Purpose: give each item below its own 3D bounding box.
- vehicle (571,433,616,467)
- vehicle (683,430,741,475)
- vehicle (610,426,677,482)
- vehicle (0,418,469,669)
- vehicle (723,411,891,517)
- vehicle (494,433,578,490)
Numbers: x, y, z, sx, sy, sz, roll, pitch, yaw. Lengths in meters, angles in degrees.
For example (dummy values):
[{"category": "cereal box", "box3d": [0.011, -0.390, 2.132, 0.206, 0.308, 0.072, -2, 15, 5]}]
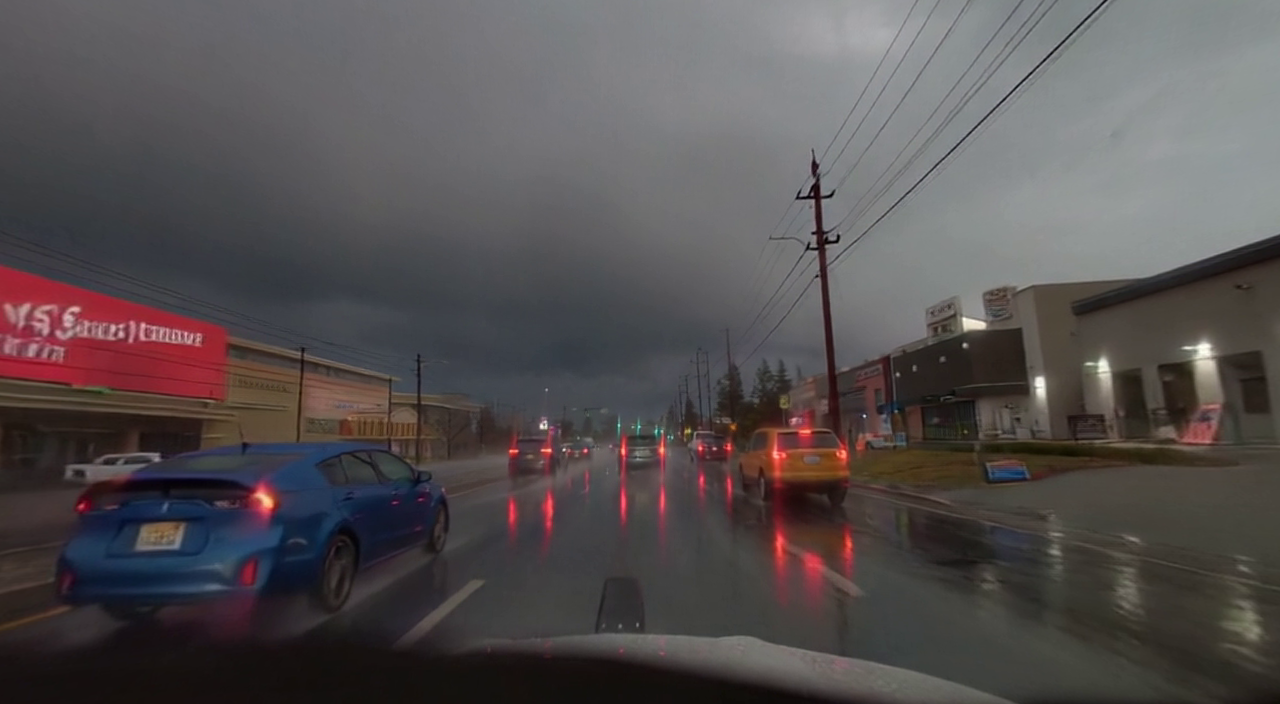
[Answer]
[{"category": "vehicle", "box3d": [-2.890, 6.276, 40.566, 2.405, 2.009, 5.909, 0, -8, 0]}, {"category": "vehicle", "box3d": [3.168, 4.549, 28.764, 2.026, 1.904, 4.102, 0, -8, -2]}, {"category": "vehicle", "box3d": [0.090, 3.878, 24.214, 2.326, 1.925, 4.253, 0, -8, -1]}, {"category": "vehicle", "box3d": [-3.295, 1.492, 6.132, 2.022, 1.498, 4.471, 0, -8, 0]}, {"category": "vehicle", "box3d": [3.362, 2.399, 13.990, 2.282, 1.897, 4.915, 0, -8, -1]}, {"category": "vehicle", "box3d": [-3.280, 3.526, 20.697, 2.051, 1.671, 3.861, 0, -8, 0]}]
